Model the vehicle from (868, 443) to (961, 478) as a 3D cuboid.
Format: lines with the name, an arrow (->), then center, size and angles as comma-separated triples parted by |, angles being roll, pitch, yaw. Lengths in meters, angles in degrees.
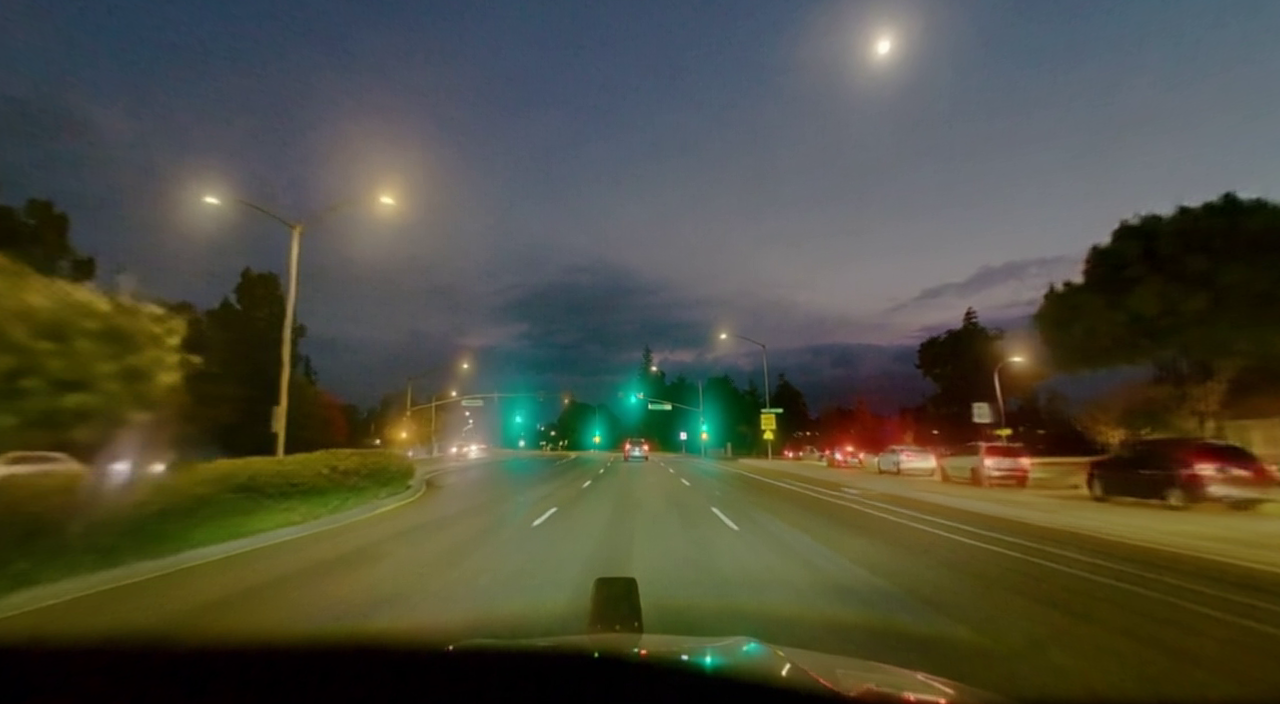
vehicle -> 12.517, 4.964, 29.253 | 2.128, 1.467, 4.987 | 0, -9, 1

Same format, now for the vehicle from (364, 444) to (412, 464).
vehicle -> -19.426, 7.848, 48.880 | 1.918, 1.472, 4.360 | 0, -9, 0

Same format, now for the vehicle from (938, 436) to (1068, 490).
vehicle -> 12.651, 3.877, 22.405 | 1.976, 1.706, 4.354 | 0, -9, 0

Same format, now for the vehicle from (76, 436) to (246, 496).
vehicle -> -14.944, 3.561, 20.112 | 1.857, 1.656, 4.514 | 0, -9, 0

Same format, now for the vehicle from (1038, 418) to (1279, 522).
vehicle -> 12.677, 2.730, 14.979 | 2.386, 1.919, 6.109 | 0, -10, -1
